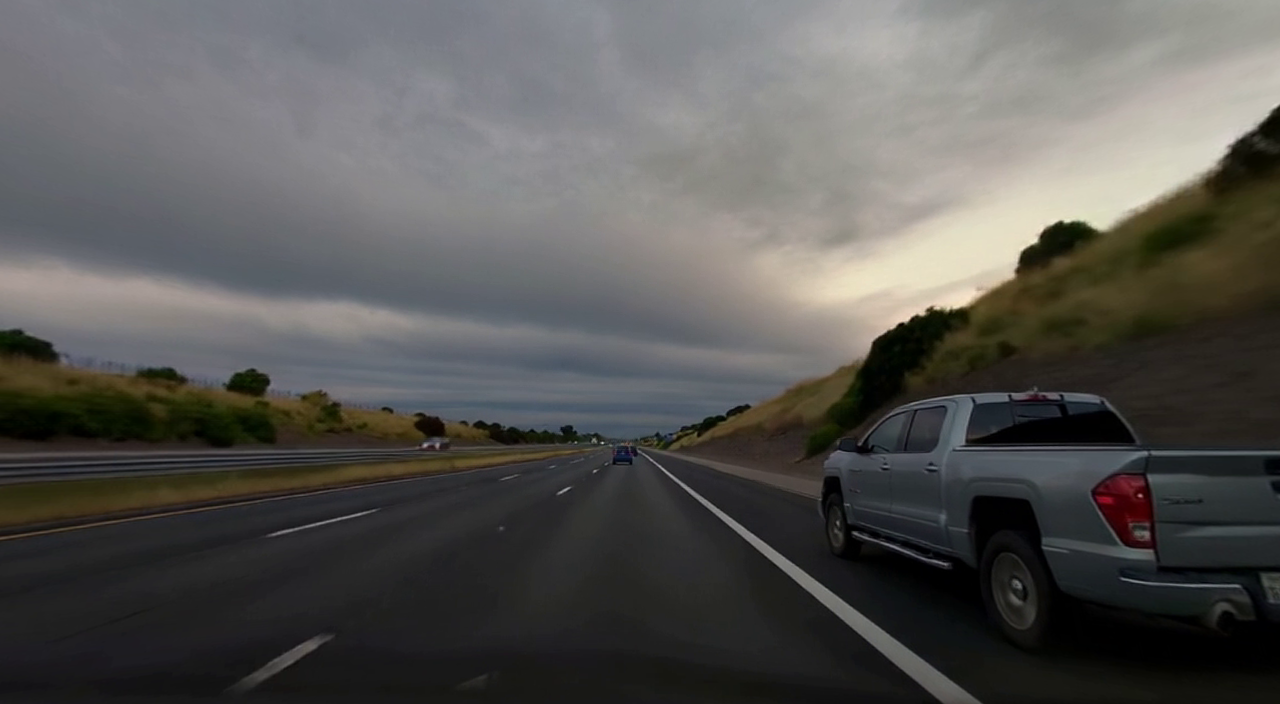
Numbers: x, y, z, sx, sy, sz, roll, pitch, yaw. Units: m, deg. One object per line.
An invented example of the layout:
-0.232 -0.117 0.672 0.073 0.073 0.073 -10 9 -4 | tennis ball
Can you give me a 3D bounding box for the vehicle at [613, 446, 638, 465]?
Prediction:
-1.086 8.133 49.619 1.891 1.456 3.806 0 -9 0 | vehicle
